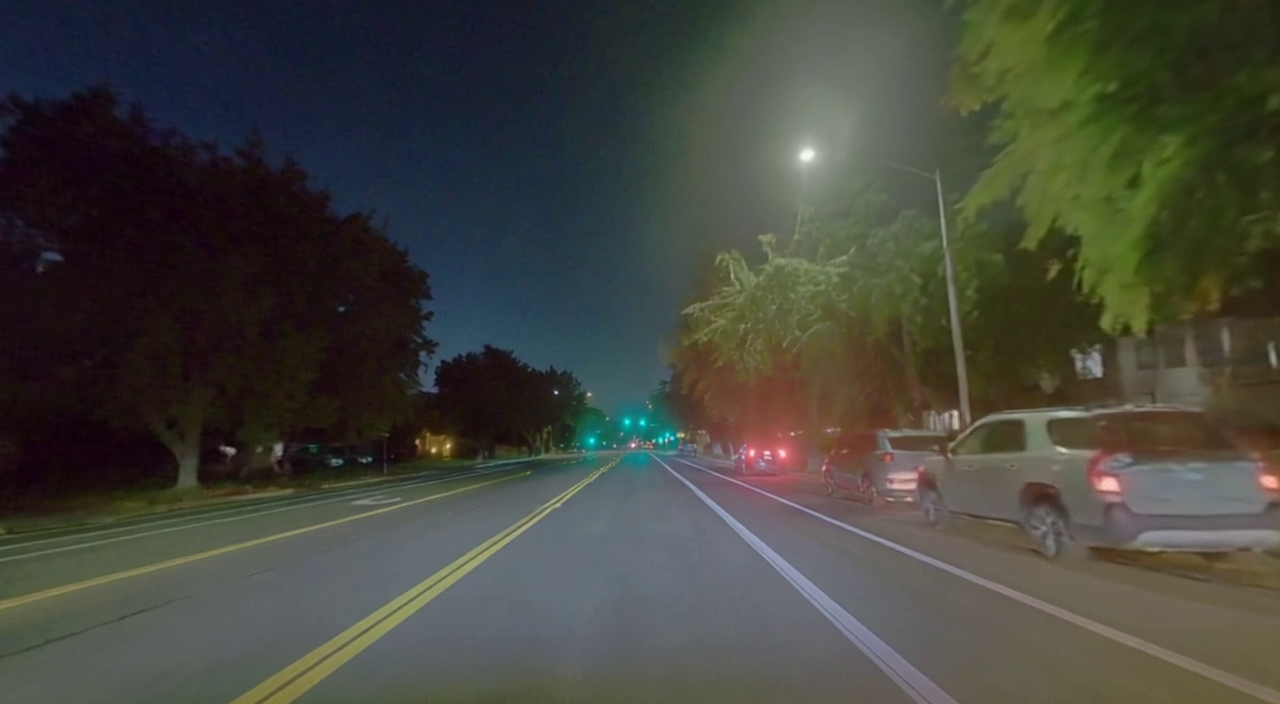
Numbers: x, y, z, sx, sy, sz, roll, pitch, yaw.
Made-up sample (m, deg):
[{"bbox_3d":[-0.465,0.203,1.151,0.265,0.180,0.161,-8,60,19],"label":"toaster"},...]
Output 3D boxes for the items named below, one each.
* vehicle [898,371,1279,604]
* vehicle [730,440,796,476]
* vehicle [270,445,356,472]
[{"bbox_3d":[5.025,1.381,7.251,2.160,1.800,4.646,0,-8,1],"label":"vehicle"},{"bbox_3d":[5.419,4.731,28.373,1.935,1.453,4.488,0,-8,-2],"label":"vehicle"},{"bbox_3d":[-21.764,7.116,42.109,4.610,1.721,2.019,0,-8,-2],"label":"vehicle"}]
